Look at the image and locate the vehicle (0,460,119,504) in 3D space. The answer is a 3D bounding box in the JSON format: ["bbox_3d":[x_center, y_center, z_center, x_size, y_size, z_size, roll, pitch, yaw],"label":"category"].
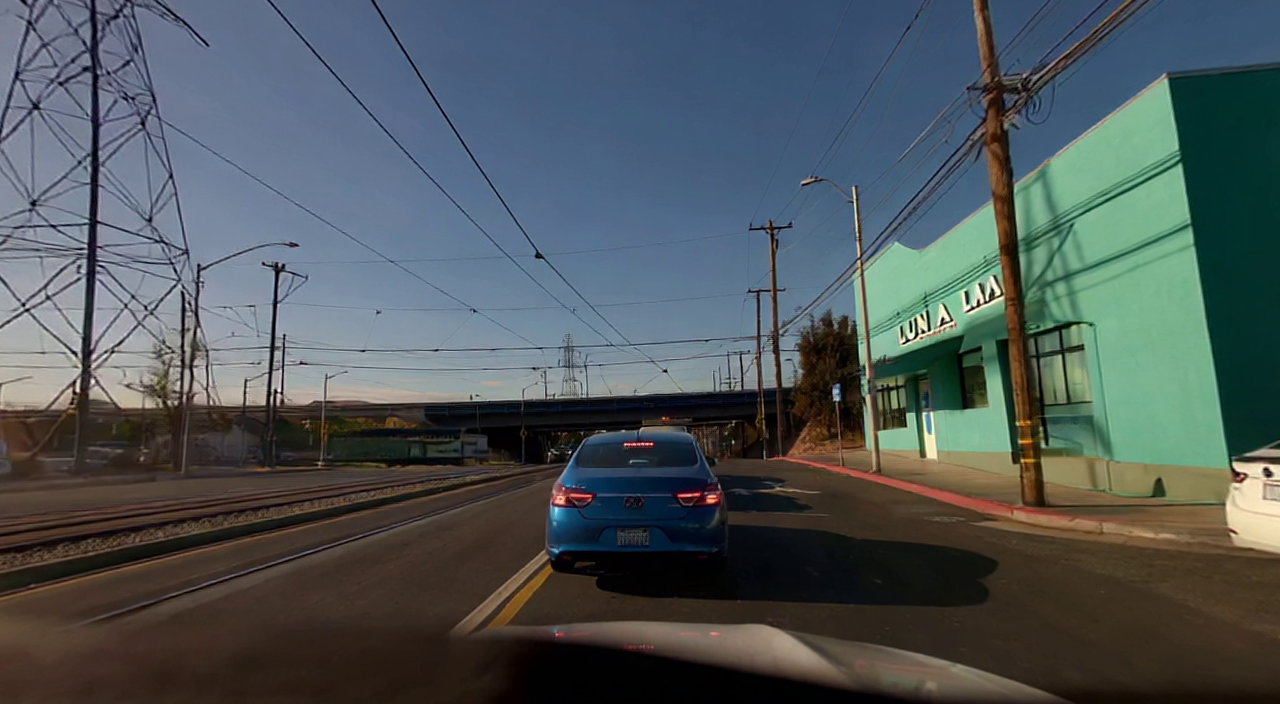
[{"bbox_3d":[-21.953,4.674,22.830,4.566,1.453,1.935,-1,-9,5],"label":"vehicle"}]

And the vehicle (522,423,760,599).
[{"bbox_3d":[0.091,1.704,7.613,2.090,1.518,4.033,-1,-9,3],"label":"vehicle"}]
